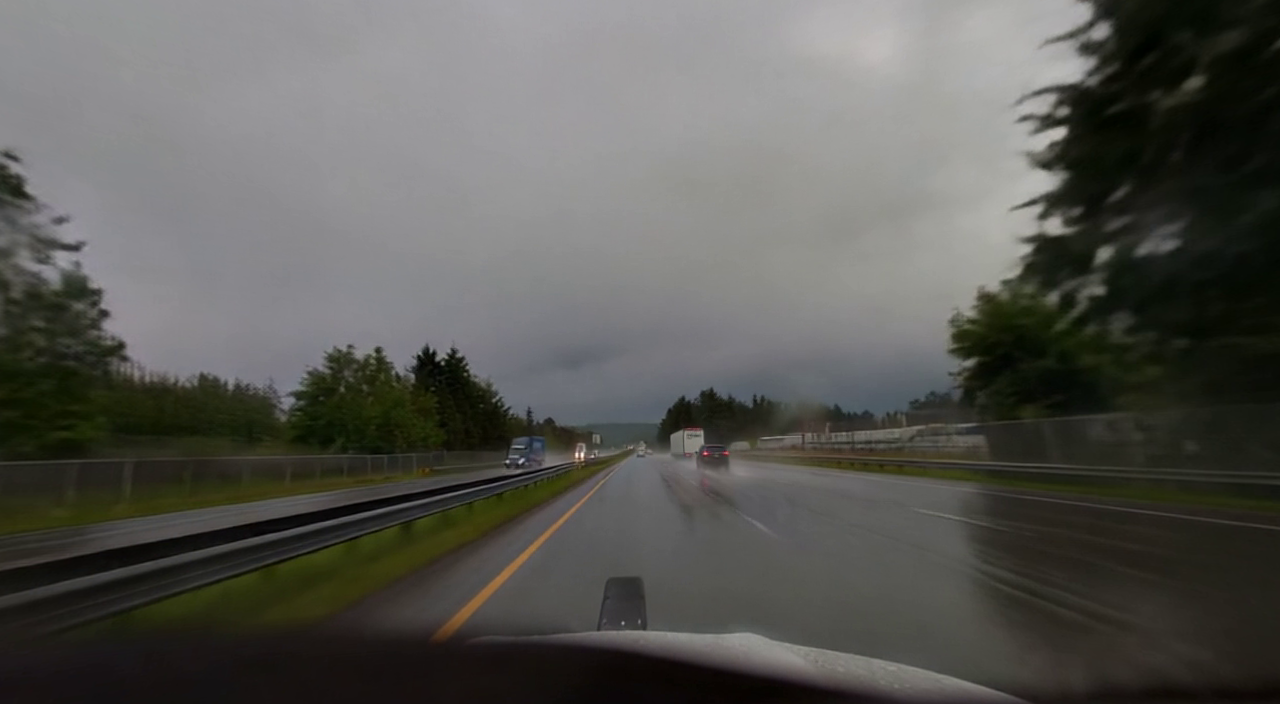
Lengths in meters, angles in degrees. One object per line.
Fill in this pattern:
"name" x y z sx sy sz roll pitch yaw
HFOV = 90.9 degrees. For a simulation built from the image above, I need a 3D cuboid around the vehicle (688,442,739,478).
"vehicle" 3.765 5.624 33.099 2.093 1.742 4.167 0 -9 -1
